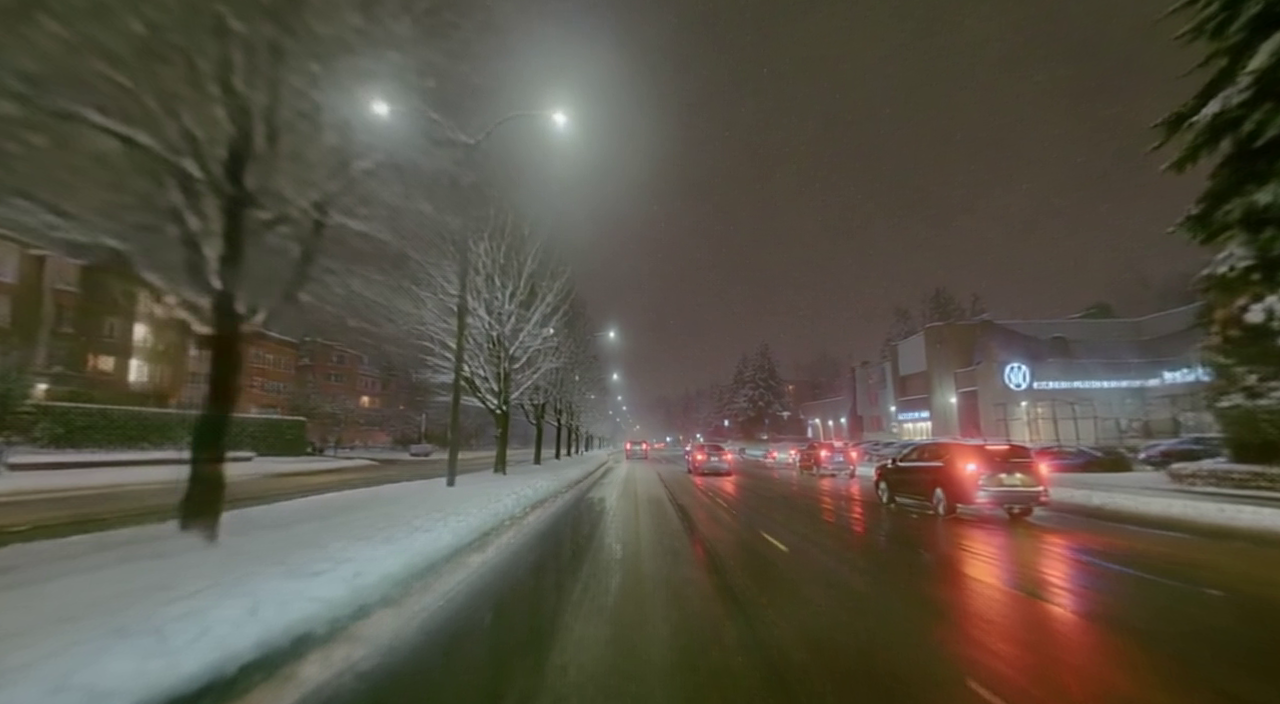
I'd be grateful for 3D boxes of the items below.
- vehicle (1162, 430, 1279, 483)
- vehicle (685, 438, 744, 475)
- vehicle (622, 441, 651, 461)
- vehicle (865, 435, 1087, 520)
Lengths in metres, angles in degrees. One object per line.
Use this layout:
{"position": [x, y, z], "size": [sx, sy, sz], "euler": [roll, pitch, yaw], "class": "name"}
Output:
{"position": [20.915, 3.527, 21.431], "size": [4.646, 1.690, 1.971], "euler": [0, -8, -1], "class": "vehicle"}
{"position": [3.325, 4.760, 29.063], "size": [1.953, 1.514, 4.672], "euler": [0, -8, -2], "class": "vehicle"}
{"position": [-0.287, 7.357, 47.095], "size": [2.095, 1.456, 3.873], "euler": [0, -8, -1], "class": "vehicle"}
{"position": [6.947, 2.614, 13.840], "size": [2.098, 1.507, 4.655], "euler": [0, -8, -3], "class": "vehicle"}
